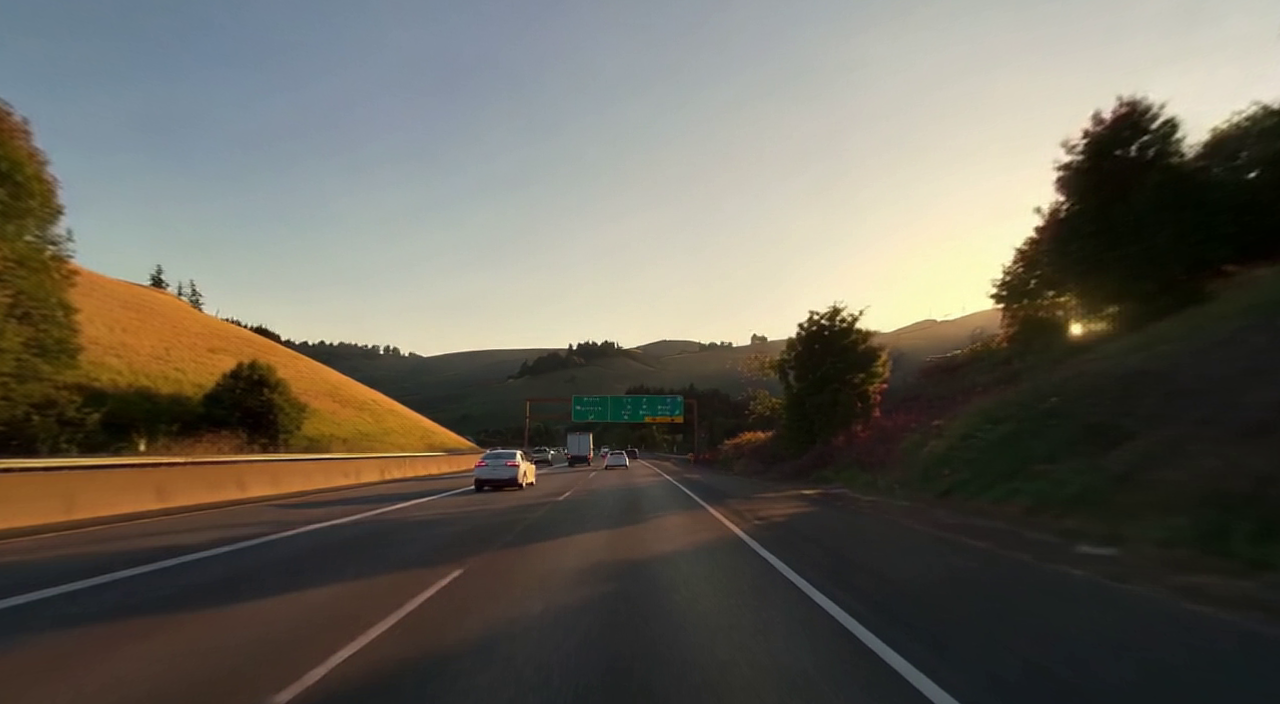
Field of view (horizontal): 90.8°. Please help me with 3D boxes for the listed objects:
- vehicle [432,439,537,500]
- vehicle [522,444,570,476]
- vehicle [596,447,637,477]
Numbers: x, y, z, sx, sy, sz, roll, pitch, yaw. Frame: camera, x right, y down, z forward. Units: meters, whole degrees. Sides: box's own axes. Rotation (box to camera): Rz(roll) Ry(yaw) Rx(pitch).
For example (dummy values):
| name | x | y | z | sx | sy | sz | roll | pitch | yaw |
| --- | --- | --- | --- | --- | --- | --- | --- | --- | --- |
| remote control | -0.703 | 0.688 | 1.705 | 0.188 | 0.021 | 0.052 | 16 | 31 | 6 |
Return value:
| name | x | y | z | sx | sy | sz | roll | pitch | yaw |
| --- | --- | --- | --- | --- | --- | --- | --- | --- | --- |
| vehicle | -4.578 | 3.532 | 19.308 | 2.208 | 1.619 | 4.162 | 0 | -9 | -1 |
| vehicle | -5.057 | 5.881 | 34.552 | 2.118 | 1.624 | 4.032 | 0 | -9 | -1 |
| vehicle | -1.249 | 5.743 | 33.262 | 1.988 | 1.440 | 4.201 | 0 | -9 | -2 |
